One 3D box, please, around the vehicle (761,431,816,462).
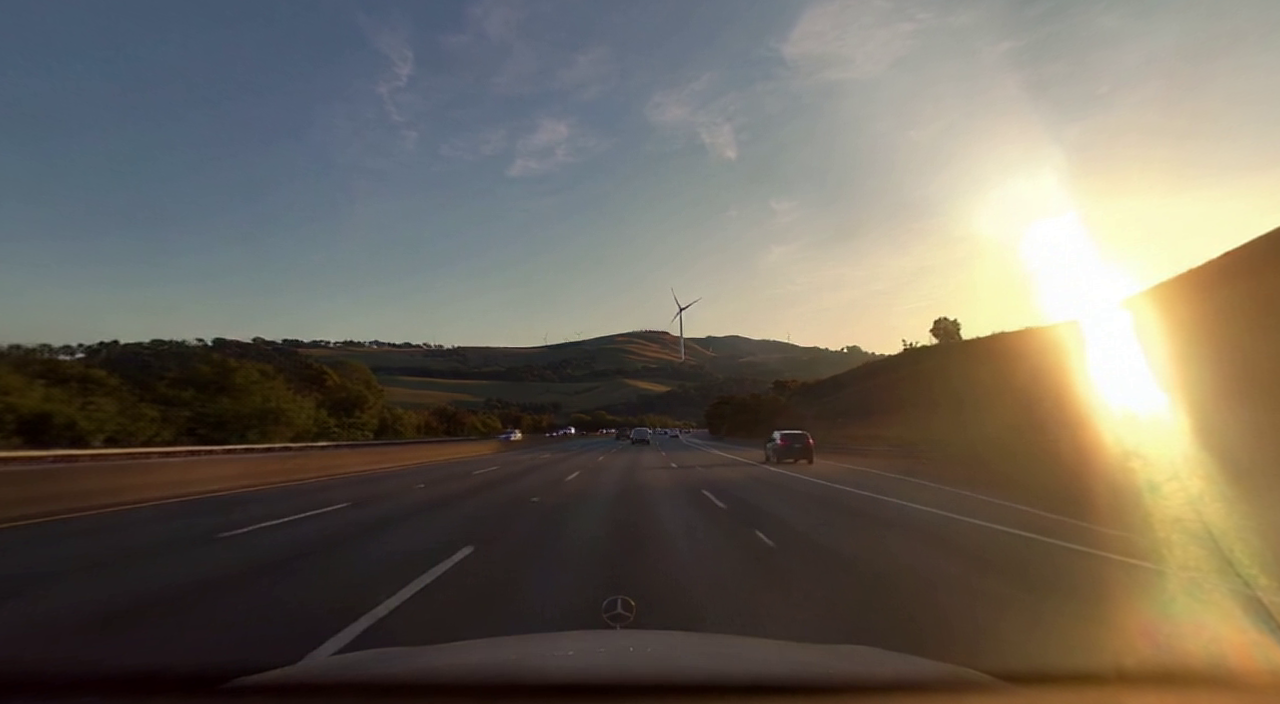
[{"bbox_3d":[7.843,5.017,33.602,1.926,1.559,2.968,1,-8,-6],"label":"vehicle"}]
